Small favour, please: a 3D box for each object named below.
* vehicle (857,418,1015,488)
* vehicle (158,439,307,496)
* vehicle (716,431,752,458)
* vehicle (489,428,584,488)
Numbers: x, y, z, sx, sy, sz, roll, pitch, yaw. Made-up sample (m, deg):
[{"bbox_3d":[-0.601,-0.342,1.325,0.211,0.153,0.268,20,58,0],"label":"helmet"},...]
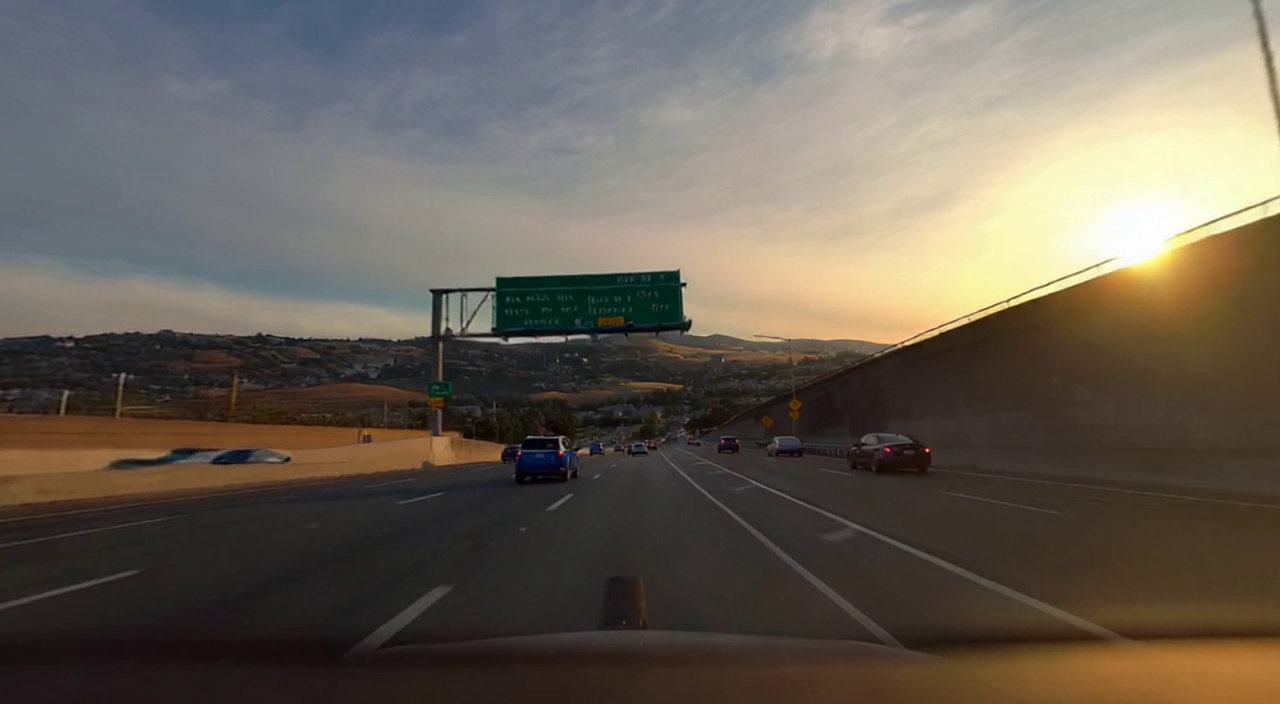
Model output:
[{"bbox_3d":[7.912,2.751,17.485,2.122,1.646,4.491,-1,-8,-1],"label":"vehicle"},{"bbox_3d":[-13.987,3.952,22.081,2.049,1.707,4.743,-1,-8,0],"label":"vehicle"},{"bbox_3d":[6.860,6.828,46.629,2.172,1.824,5.031,-1,-8,3],"label":"vehicle"},{"bbox_3d":[-3.297,3.514,21.249,2.210,1.730,5.133,-1,-8,1],"label":"vehicle"}]
